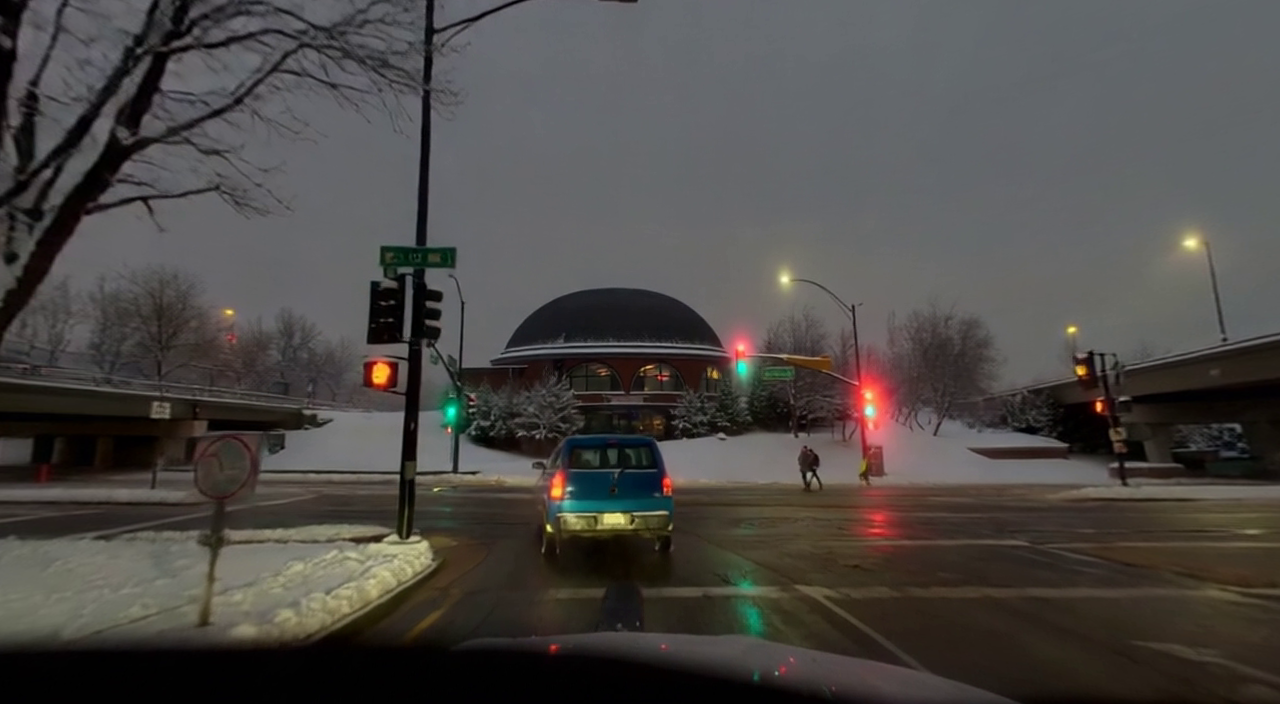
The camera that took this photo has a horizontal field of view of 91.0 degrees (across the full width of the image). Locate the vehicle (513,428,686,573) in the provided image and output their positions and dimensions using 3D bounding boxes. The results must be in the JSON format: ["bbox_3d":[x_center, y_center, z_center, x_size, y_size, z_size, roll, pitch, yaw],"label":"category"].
[{"bbox_3d":[-0.785,1.969,9.074,1.976,1.584,3.772,2,-9,-11],"label":"vehicle"}]
